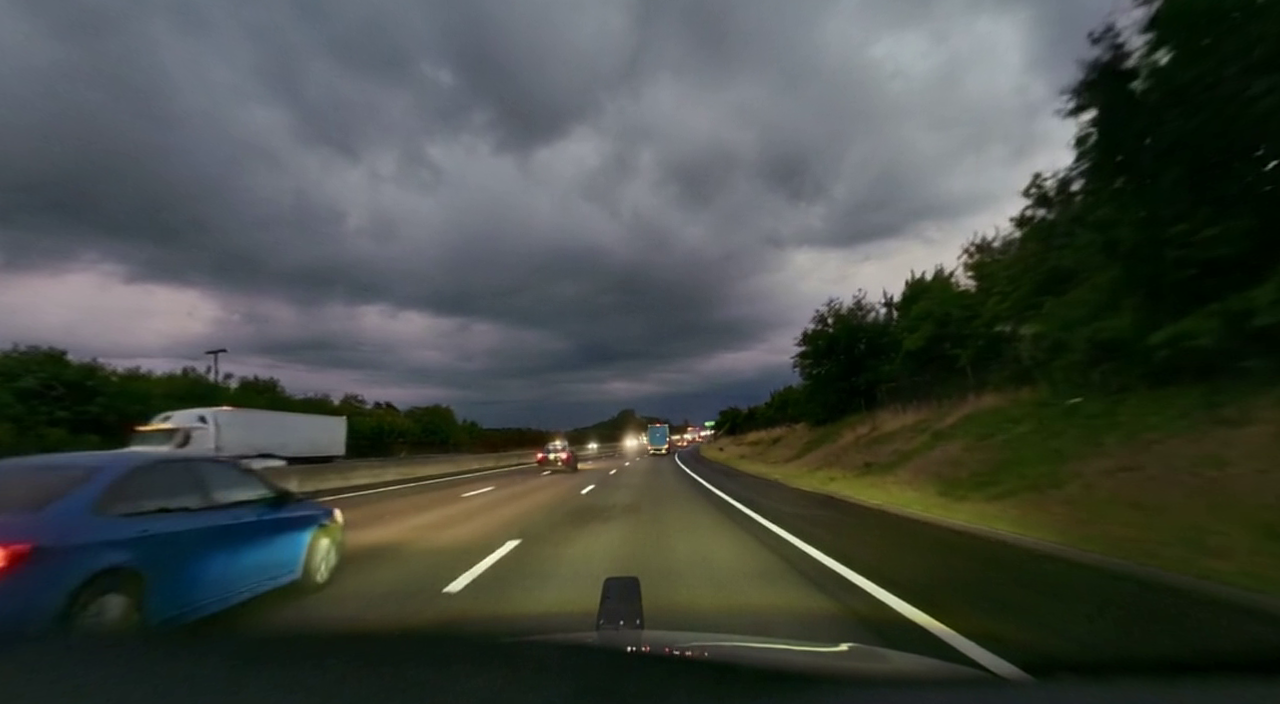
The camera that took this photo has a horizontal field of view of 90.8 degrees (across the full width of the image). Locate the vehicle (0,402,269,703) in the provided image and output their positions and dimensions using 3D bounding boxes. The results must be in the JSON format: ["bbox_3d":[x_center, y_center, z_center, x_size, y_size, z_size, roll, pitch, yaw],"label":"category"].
[{"bbox_3d":[-3.844,0.923,2.499,2.078,1.469,4.371,0,-9,0],"label":"vehicle"}]

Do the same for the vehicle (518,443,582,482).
[{"bbox_3d":[-3.586,4.472,25.768,1.943,1.460,3.961,0,-9,1],"label":"vehicle"}]
